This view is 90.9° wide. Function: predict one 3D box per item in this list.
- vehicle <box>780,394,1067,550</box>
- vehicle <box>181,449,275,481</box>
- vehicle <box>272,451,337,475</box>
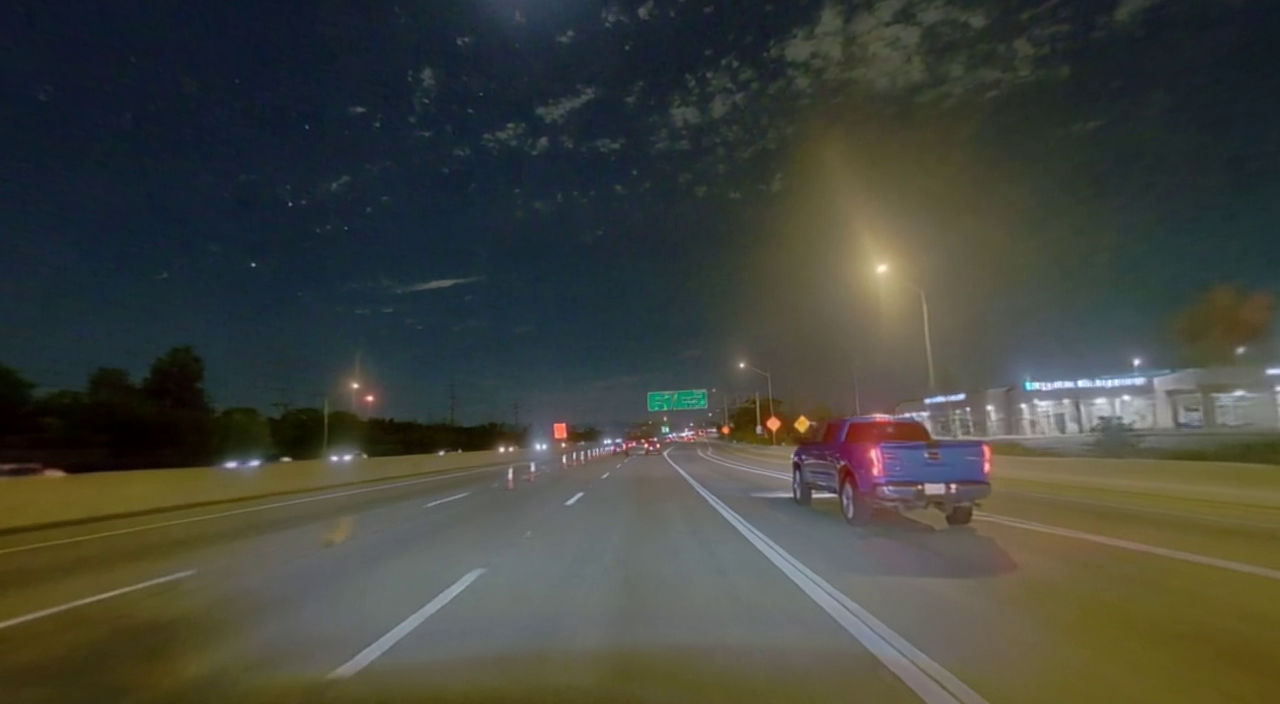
[{"bbox_3d":[3.969,1.805,10.216,2.186,1.840,5.289,0,-8,0],"label":"vehicle"},{"bbox_3d":[-27.351,7.466,42.181,2.221,1.921,5.875,0,-8,1],"label":"vehicle"},{"bbox_3d":[-23.664,7.836,44.660,2.062,1.552,4.542,0,-8,1],"label":"vehicle"}]
